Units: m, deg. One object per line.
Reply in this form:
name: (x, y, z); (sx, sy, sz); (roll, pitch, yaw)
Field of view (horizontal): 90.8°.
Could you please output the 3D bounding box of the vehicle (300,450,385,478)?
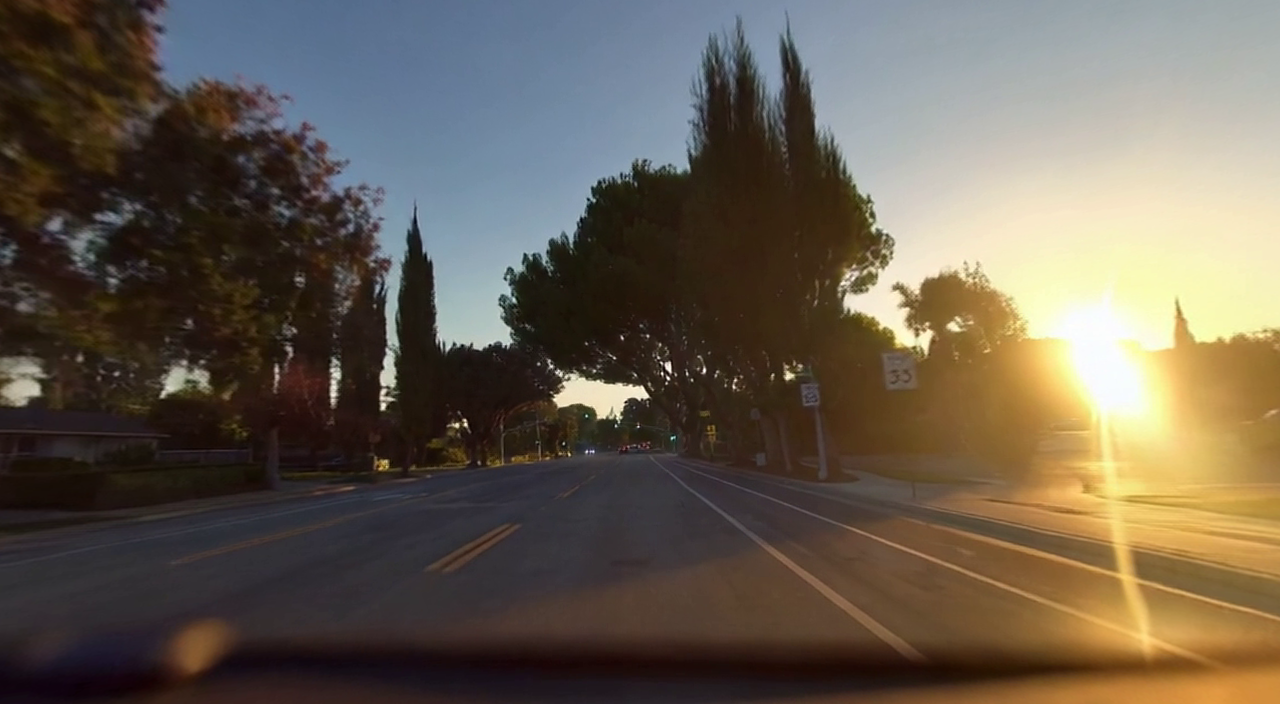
vehicle: (-20.830, 7.843, 44.392); (4.849, 1.899, 2.063); (1, -9, -5)
